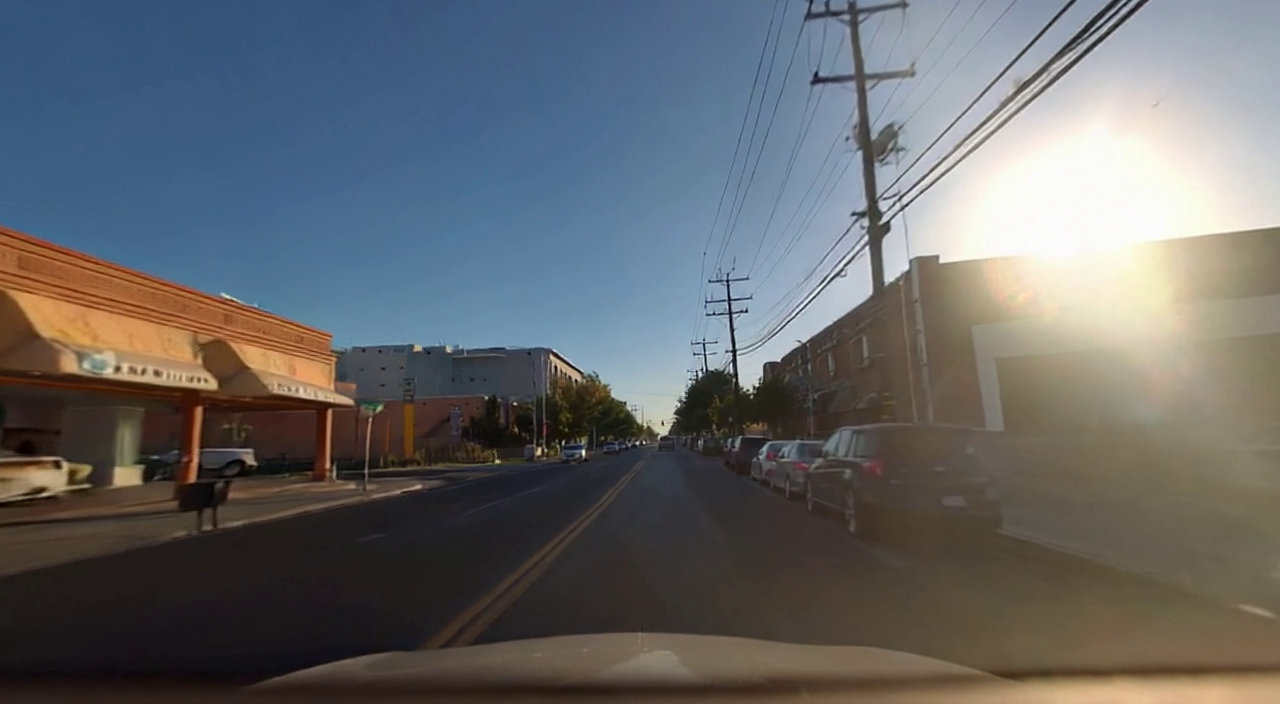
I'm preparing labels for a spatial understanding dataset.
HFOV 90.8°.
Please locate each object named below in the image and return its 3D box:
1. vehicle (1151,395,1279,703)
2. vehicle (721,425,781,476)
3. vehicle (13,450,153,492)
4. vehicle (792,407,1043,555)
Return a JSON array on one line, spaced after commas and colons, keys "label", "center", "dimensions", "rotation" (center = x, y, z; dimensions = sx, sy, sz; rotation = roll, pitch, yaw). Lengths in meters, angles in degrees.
[{"label": "vehicle", "center": [3.398, 0.692, 0.767], "dimensions": [2.261, 1.503, 4.695], "rotation": [-2, -8, 11]}, {"label": "vehicle", "center": [4.973, 4.497, 29.060], "dimensions": [2.026, 2.106, 4.753], "rotation": [0, -8, 1]}, {"label": "vehicle", "center": [-21.779, 4.634, 24.789], "dimensions": [3.828, 1.496, 1.820], "rotation": [0, -9, 4]}, {"label": "vehicle", "center": [4.092, 1.981, 10.449], "dimensions": [1.952, 1.849, 4.837], "rotation": [0, -8, 0]}]
